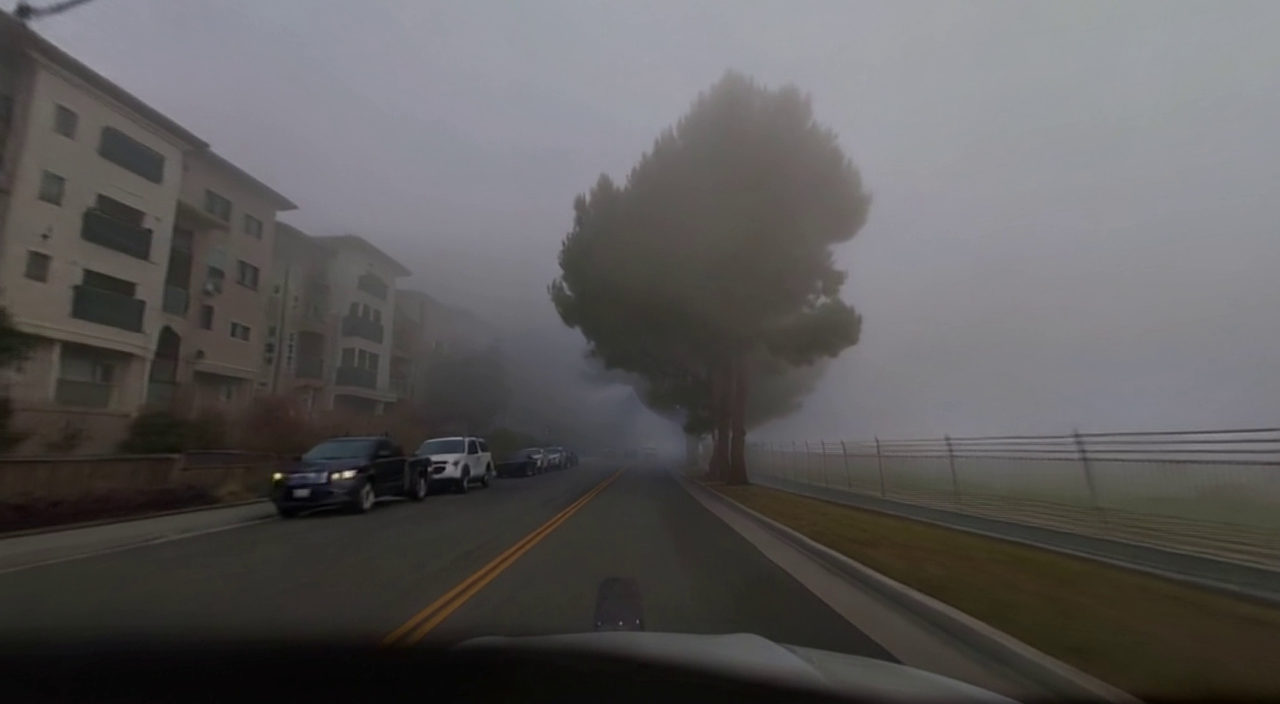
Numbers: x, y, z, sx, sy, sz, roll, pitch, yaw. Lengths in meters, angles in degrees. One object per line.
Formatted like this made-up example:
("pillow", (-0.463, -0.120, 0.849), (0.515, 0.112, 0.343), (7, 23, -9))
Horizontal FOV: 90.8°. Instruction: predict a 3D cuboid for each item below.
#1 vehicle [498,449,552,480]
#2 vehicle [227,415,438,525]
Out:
("vehicle", (-6.194, 6.089, 34.438), (1.914, 1.417, 4.750), (2, -8, 1))
("vehicle", (-6.548, 2.577, 14.330), (2.192, 1.965, 4.917), (2, -9, 1))
